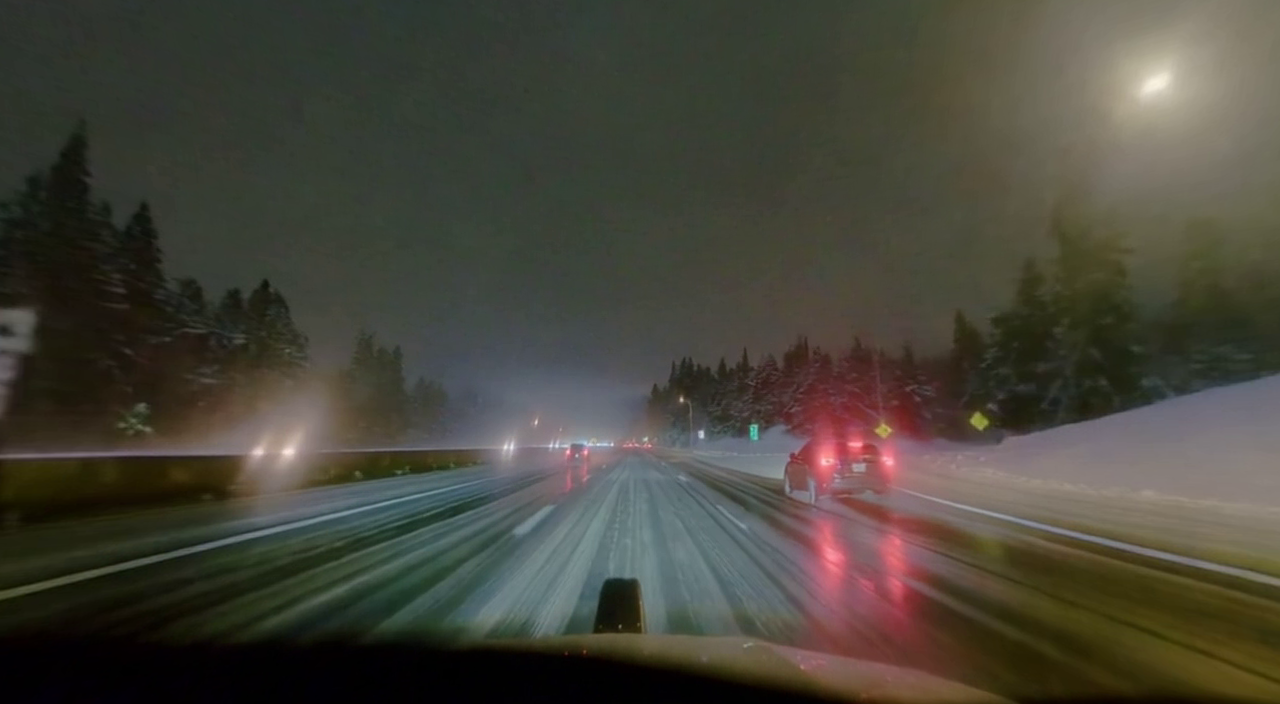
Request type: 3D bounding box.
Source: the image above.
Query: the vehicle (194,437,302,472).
[{"bbox_3d":[-21.215,5.582,34.593,2.128,1.757,5.776,0,-8,1],"label":"vehicle"}]
